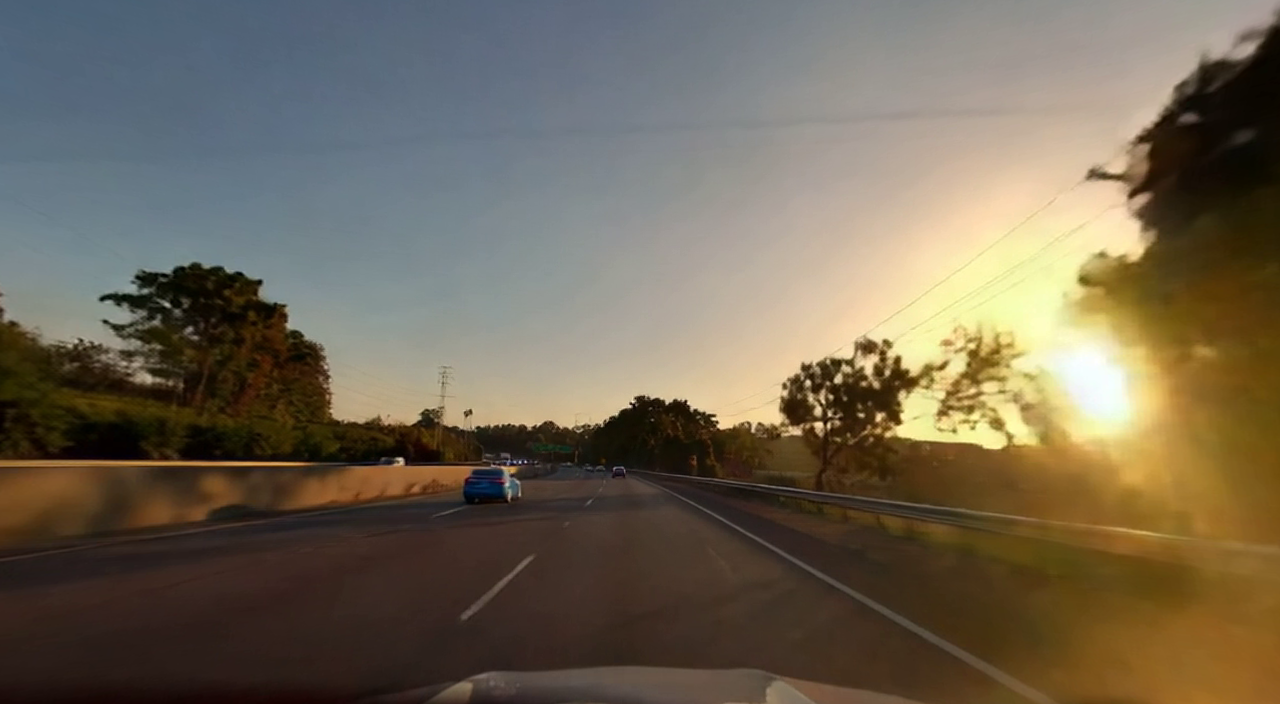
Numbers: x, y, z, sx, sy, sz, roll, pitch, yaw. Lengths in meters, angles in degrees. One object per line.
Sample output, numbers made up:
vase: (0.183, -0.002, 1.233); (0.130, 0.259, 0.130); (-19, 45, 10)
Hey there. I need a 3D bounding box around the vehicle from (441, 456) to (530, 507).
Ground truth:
vehicle: (-5.728, 4.889, 24.011); (2.194, 1.704, 4.421); (0, -10, 1)
